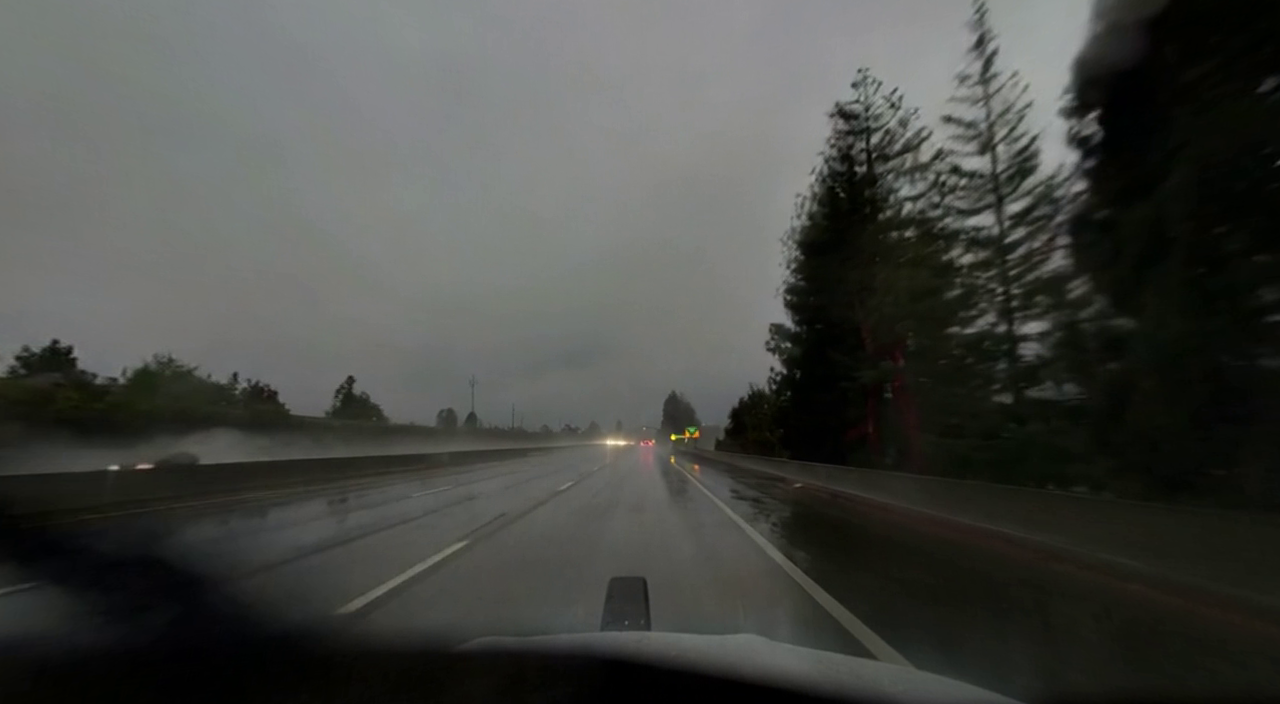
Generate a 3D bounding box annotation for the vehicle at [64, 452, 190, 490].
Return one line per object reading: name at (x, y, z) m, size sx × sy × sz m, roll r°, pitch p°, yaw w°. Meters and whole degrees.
vehicle at (-23.611, 5.462, 29.236) m, size 1.858 × 1.546 × 4.690 m, roll 0°, pitch -8°, yaw 1°
